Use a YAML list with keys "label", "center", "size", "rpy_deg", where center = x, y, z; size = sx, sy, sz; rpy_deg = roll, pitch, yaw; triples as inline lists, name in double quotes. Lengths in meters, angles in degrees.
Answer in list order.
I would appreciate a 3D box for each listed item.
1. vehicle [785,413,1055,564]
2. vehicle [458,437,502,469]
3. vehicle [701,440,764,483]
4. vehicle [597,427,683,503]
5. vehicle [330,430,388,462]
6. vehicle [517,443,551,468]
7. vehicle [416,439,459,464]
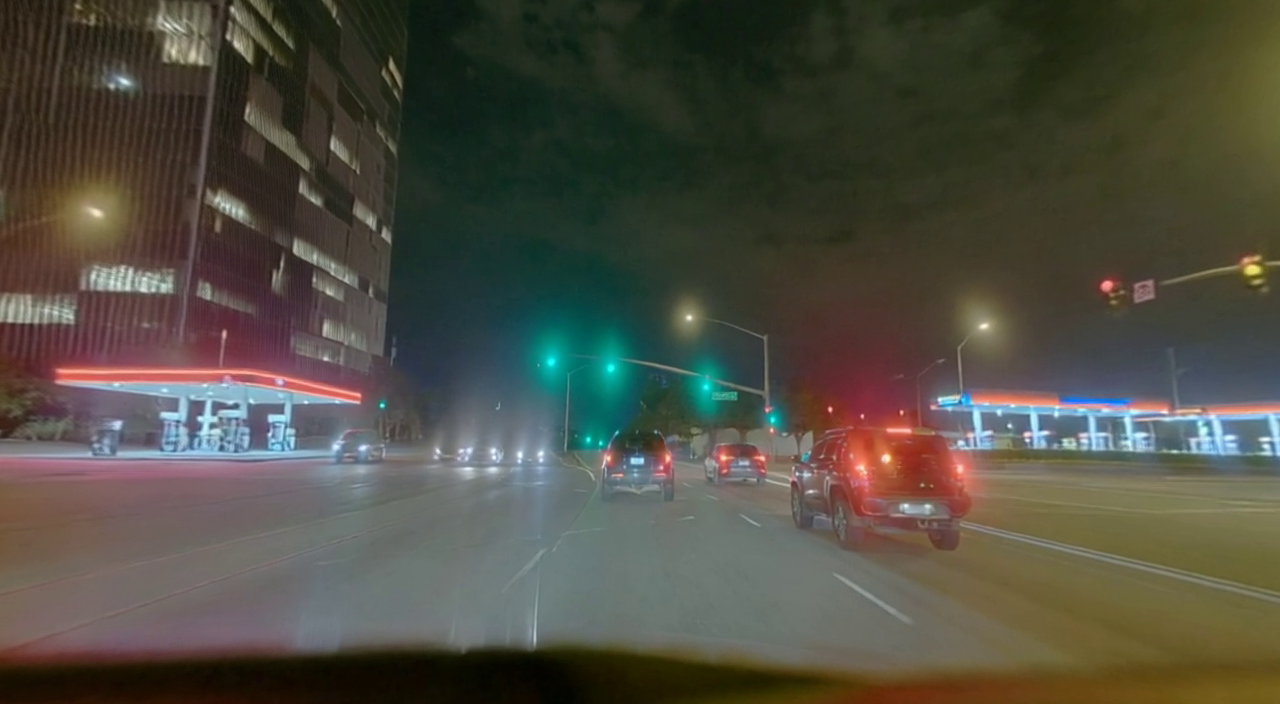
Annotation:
- label: "vehicle"
  center: [3.763, 1.901, 9.498]
  size: [2.000, 1.745, 4.206]
  rpy_deg: [0, -8, -2]
- label: "vehicle"
  center: [-9.583, 6.071, 38.000]
  size: [1.992, 1.755, 4.283]
  rpy_deg: [1, -8, -7]
- label: "vehicle"
  center: [3.674, 4.416, 25.662]
  size: [1.800, 1.592, 3.658]
  rpy_deg: [1, -8, -3]
- label: "vehicle"
  center: [-0.041, 3.019, 17.231]
  size: [2.051, 1.798, 4.168]
  rpy_deg: [0, -8, -1]
- label: "vehicle"
  center: [-21.091, 7.094, 47.508]
  size: [2.460, 2.257, 5.387]
  rpy_deg: [1, -8, -8]
- label: "vehicle"
  center: [-6.722, 6.564, 40.211]
  size: [1.987, 1.505, 4.337]
  rpy_deg: [1, -8, -8]
- label: "vehicle"
  center: [-14.017, 6.924, 43.859]
  size: [2.023, 1.671, 4.174]
  rpy_deg: [1, -8, -7]
